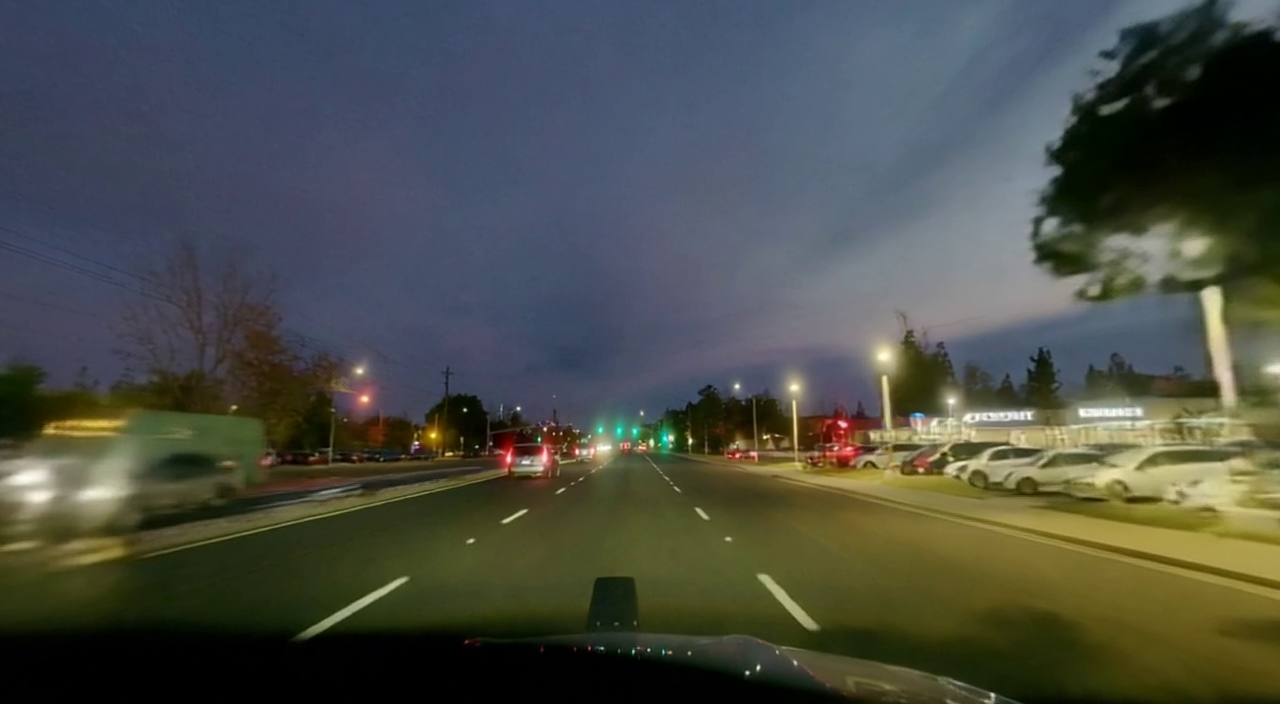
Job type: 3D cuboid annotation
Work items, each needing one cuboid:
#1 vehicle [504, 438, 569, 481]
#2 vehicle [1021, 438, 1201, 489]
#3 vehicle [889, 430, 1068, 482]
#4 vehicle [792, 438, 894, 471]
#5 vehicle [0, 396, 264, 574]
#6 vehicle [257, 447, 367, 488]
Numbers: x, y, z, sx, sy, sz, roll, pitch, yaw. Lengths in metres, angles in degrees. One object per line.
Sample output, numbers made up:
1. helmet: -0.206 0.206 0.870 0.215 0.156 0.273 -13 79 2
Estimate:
1. vehicle: -4.366 4.601 27.176 2.109 1.672 4.256 0 -9 0
2. vehicle: 18.761 4.465 25.303 5.420 1.818 2.046 -2 -9 2
3. vehicle: 12.406 3.856 23.547 5.426 1.811 2.193 -2 -9 15
4. vehicle: 12.408 6.293 38.657 5.500 1.749 2.057 -1 -9 -3
5. vehicle: -7.591 1.816 9.333 2.123 1.864 5.553 1 -9 -17
6. vehicle: -13.162 4.637 25.643 1.955 1.496 4.661 0 -9 0
